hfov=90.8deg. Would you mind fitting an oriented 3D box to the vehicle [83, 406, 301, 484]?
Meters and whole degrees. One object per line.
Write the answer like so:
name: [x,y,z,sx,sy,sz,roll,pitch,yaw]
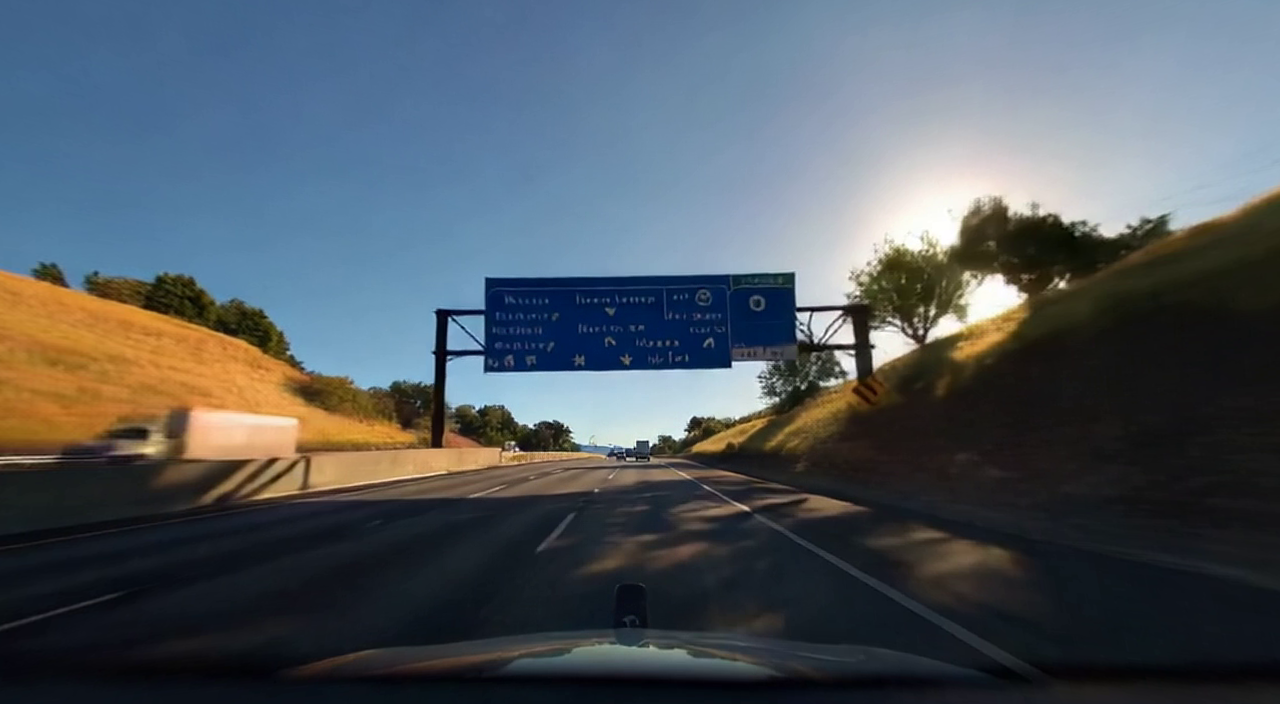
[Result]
vehicle: [-19.307,4.204,28.346,2.853,2.929,9.362,0,-9,0]
